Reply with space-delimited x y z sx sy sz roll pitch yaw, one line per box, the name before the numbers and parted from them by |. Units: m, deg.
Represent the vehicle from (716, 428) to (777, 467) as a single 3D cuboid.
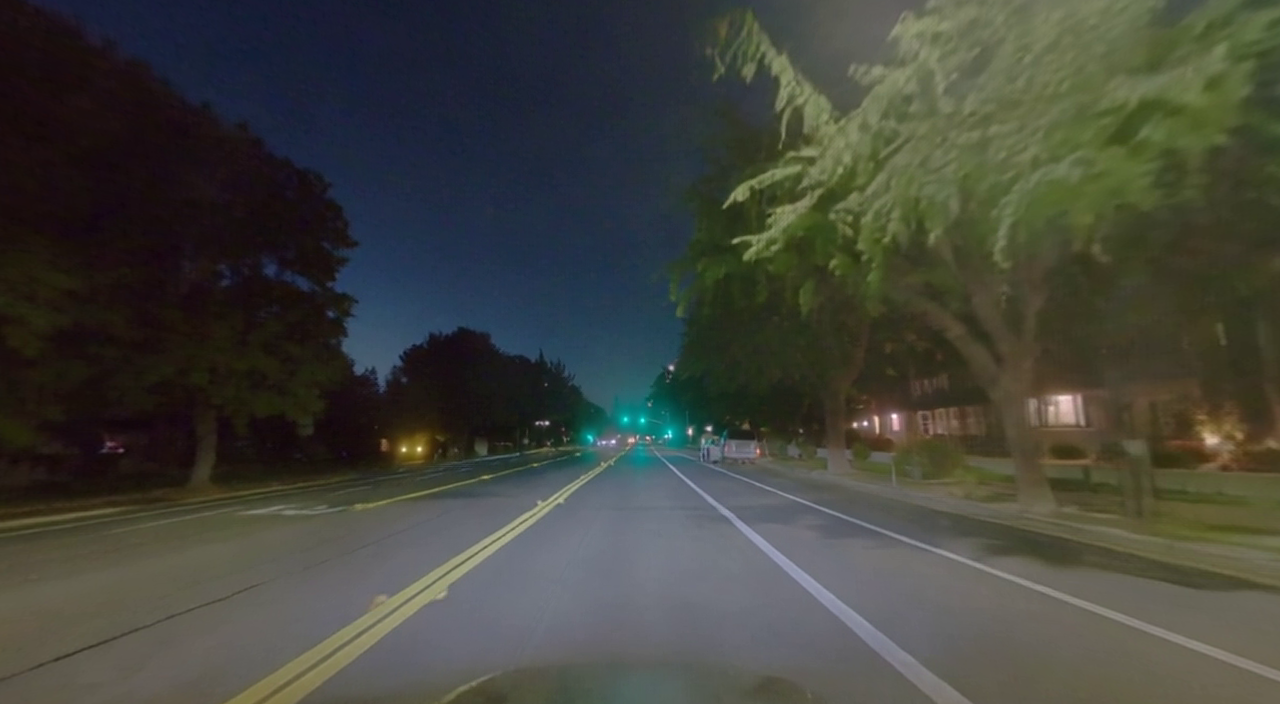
vehicle | 5.240 4.794 31.650 2.160 1.800 4.646 0 -8 -1
